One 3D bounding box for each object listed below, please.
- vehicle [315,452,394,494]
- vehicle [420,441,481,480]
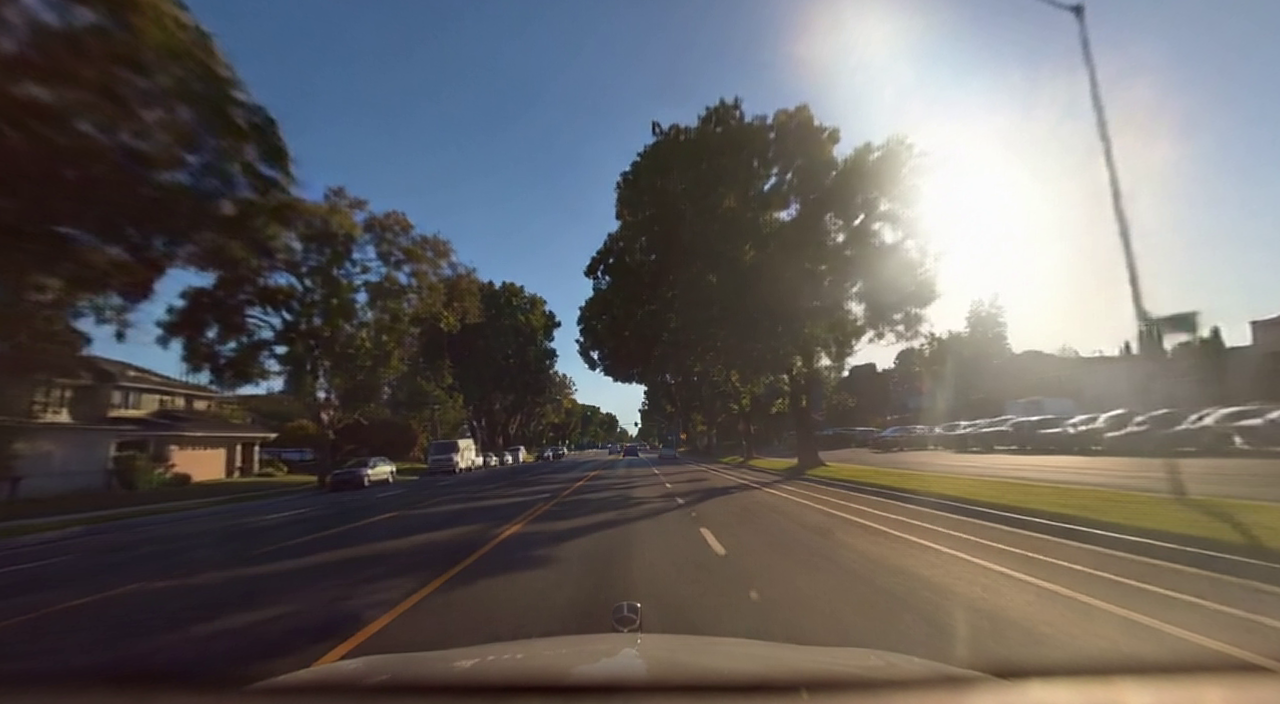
[{"bbox_3d":[-12.401,5.234,27.693,1.762,1.552,3.901,-3,-8,-2],"label":"vehicle"},{"bbox_3d":[-12.407,7.126,41.763,2.630,2.286,5.309,-2,-9,-3],"label":"vehicle"}]
